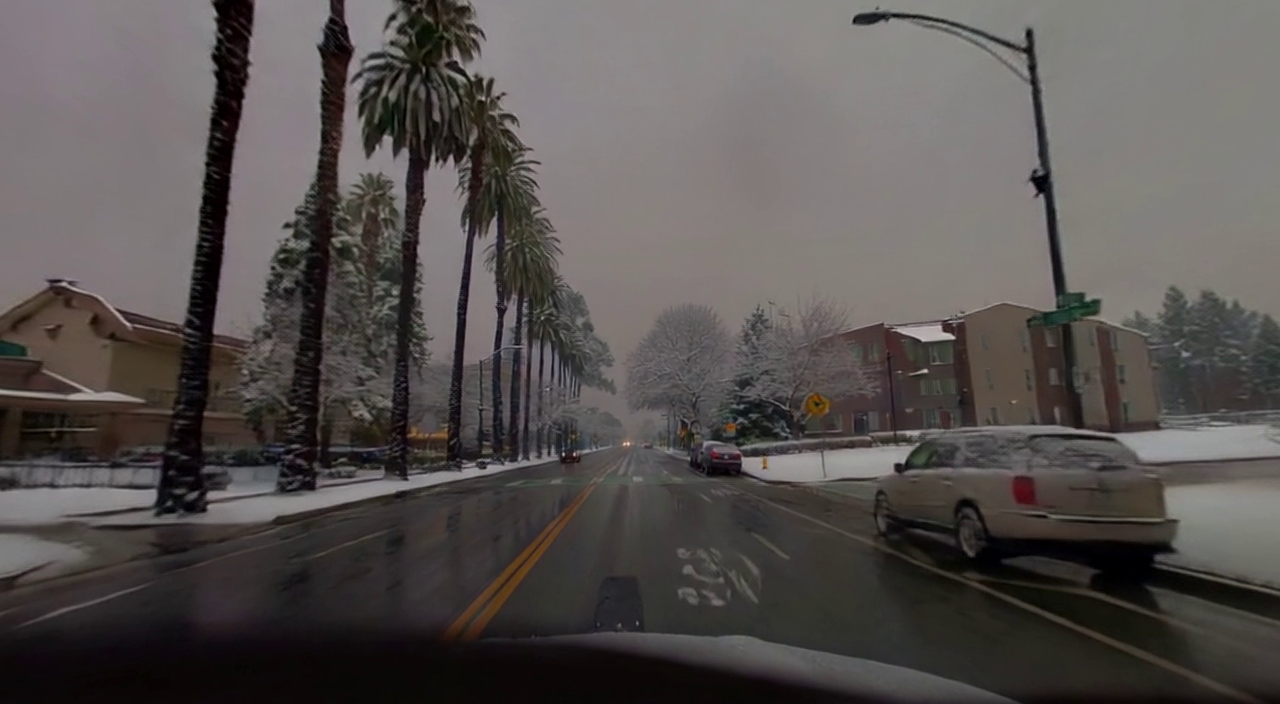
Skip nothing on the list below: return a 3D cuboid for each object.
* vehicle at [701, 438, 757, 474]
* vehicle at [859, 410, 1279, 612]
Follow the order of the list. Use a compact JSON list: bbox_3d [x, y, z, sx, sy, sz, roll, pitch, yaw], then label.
[{"bbox_3d":[4.316,5.104,31.315,1.997,1.640,4.494,0,-8,-1],"label":"vehicle"},{"bbox_3d":[4.750,1.741,7.981,2.144,1.720,4.794,0,-8,-1],"label":"vehicle"}]
